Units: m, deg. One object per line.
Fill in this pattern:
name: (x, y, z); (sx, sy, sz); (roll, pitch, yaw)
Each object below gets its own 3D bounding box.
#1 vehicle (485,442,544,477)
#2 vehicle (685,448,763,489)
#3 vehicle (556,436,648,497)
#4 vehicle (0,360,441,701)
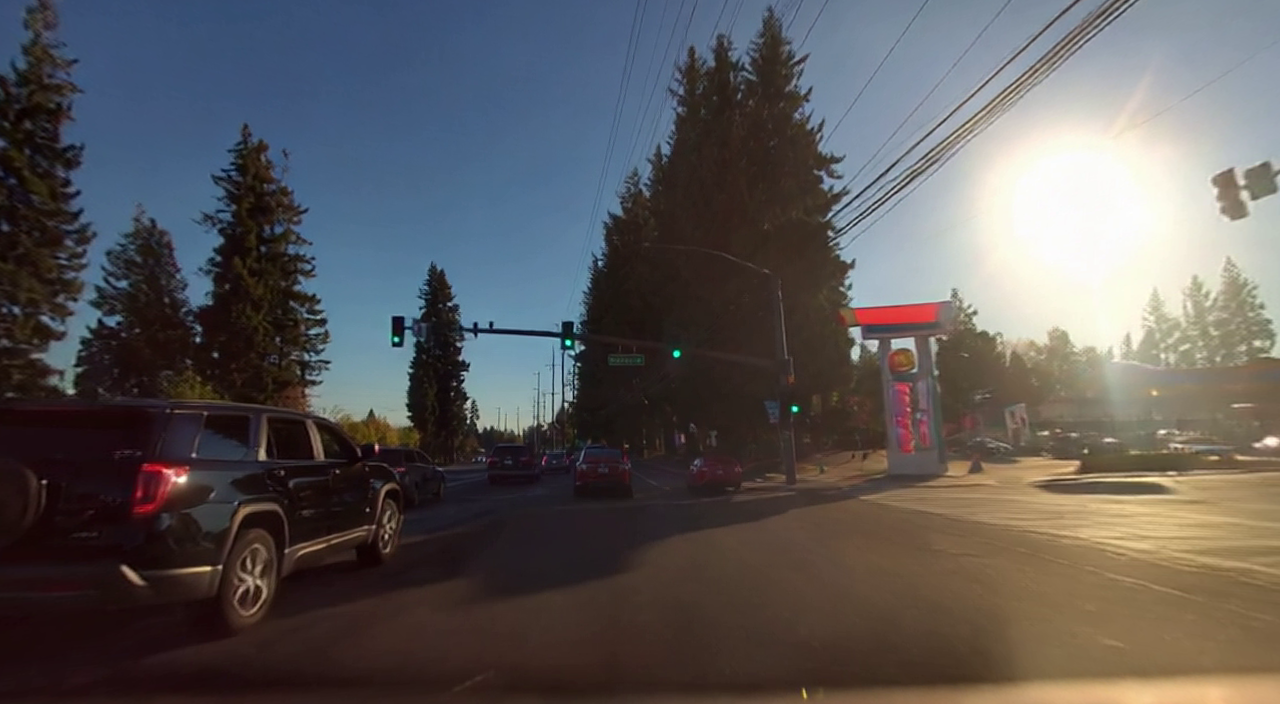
vehicle: (-7.243, 6.256, 37.076); (2.385, 1.918, 5.056); (0, -9, 0)
vehicle: (2.843, 4.056, 22.428); (2.065, 1.302, 4.416); (0, -9, -1)
vehicle: (-0.949, 3.067, 17.291); (2.189, 1.437, 4.135); (0, -9, -1)
vehicle: (-3.370, 1.193, 5.378); (1.922, 1.642, 4.547); (0, -9, -1)
